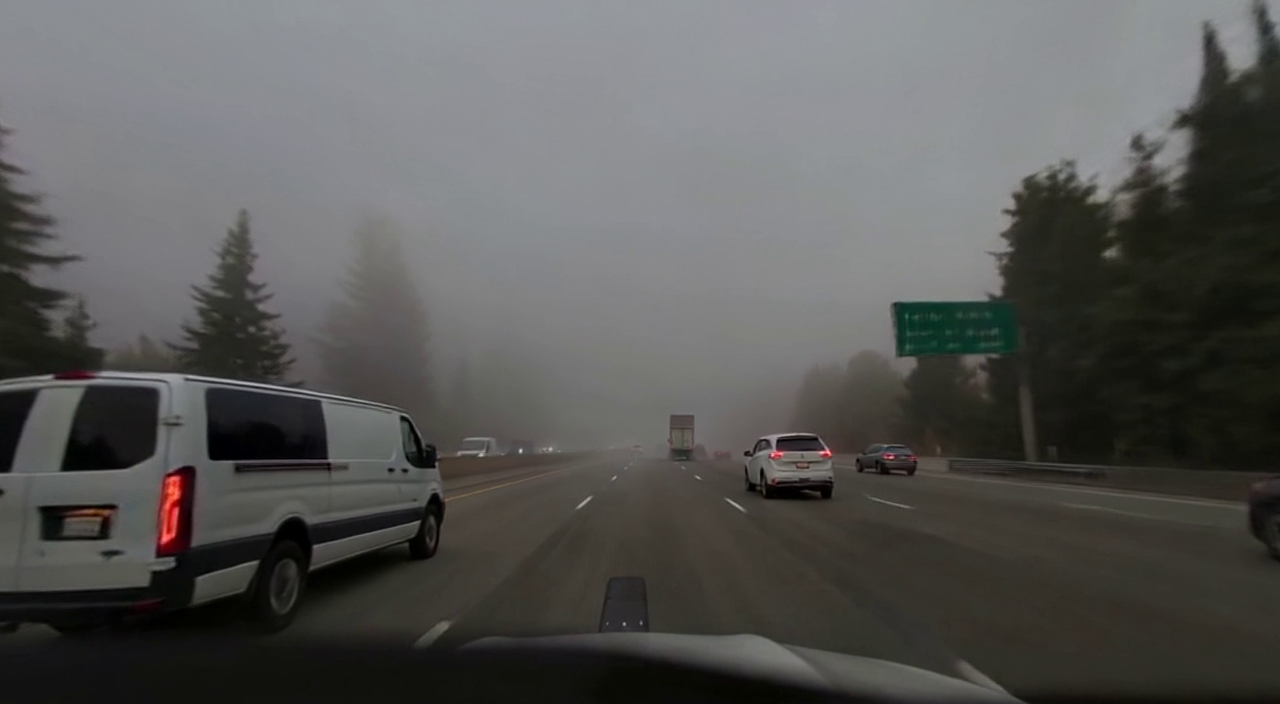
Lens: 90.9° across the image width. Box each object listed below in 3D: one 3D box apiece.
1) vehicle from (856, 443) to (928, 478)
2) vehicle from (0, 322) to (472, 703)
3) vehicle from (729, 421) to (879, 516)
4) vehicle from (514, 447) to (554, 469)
[{"bbox_3d":[11.573,4.984,29.289,1.827,1.493,3.919,0,-8,2],"label":"vehicle"},{"bbox_3d":[-3.336,1.206,5.475,2.159,1.922,5.345,0,-8,1],"label":"vehicle"},{"bbox_3d":[3.584,2.652,14.889,2.209,1.862,4.717,0,-8,0],"label":"vehicle"},{"bbox_3d":[-7.475,7.487,44.795,1.977,1.443,4.358,0,-8,2],"label":"vehicle"}]
